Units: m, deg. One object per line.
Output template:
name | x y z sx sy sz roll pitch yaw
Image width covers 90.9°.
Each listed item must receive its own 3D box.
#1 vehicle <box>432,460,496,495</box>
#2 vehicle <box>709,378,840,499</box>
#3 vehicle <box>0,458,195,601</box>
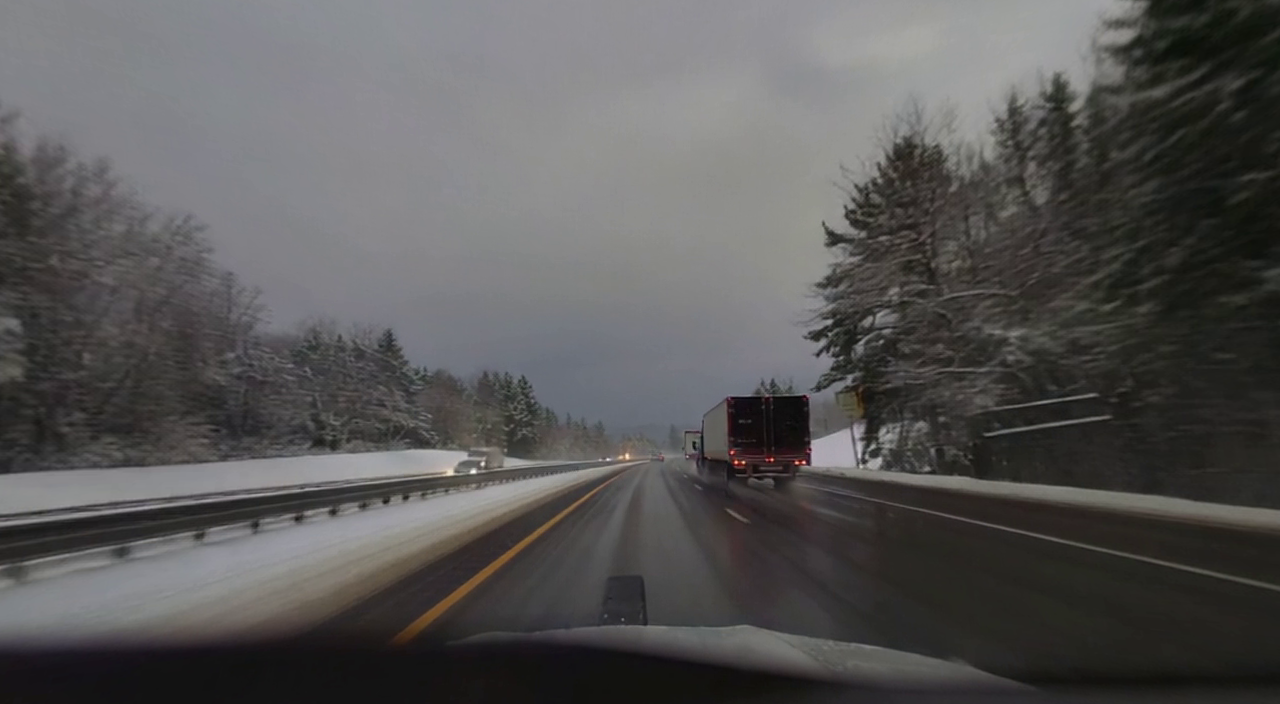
vehicle | -8.565 6.110 31.032 1.923 1.516 4.159 0 -9 1
vehicle | 4.626 3.460 24.619 2.866 3.558 11.674 0 -9 2
vehicle | -8.646 2.320 8.687 2.086 1.633 3.917 0 -9 1
